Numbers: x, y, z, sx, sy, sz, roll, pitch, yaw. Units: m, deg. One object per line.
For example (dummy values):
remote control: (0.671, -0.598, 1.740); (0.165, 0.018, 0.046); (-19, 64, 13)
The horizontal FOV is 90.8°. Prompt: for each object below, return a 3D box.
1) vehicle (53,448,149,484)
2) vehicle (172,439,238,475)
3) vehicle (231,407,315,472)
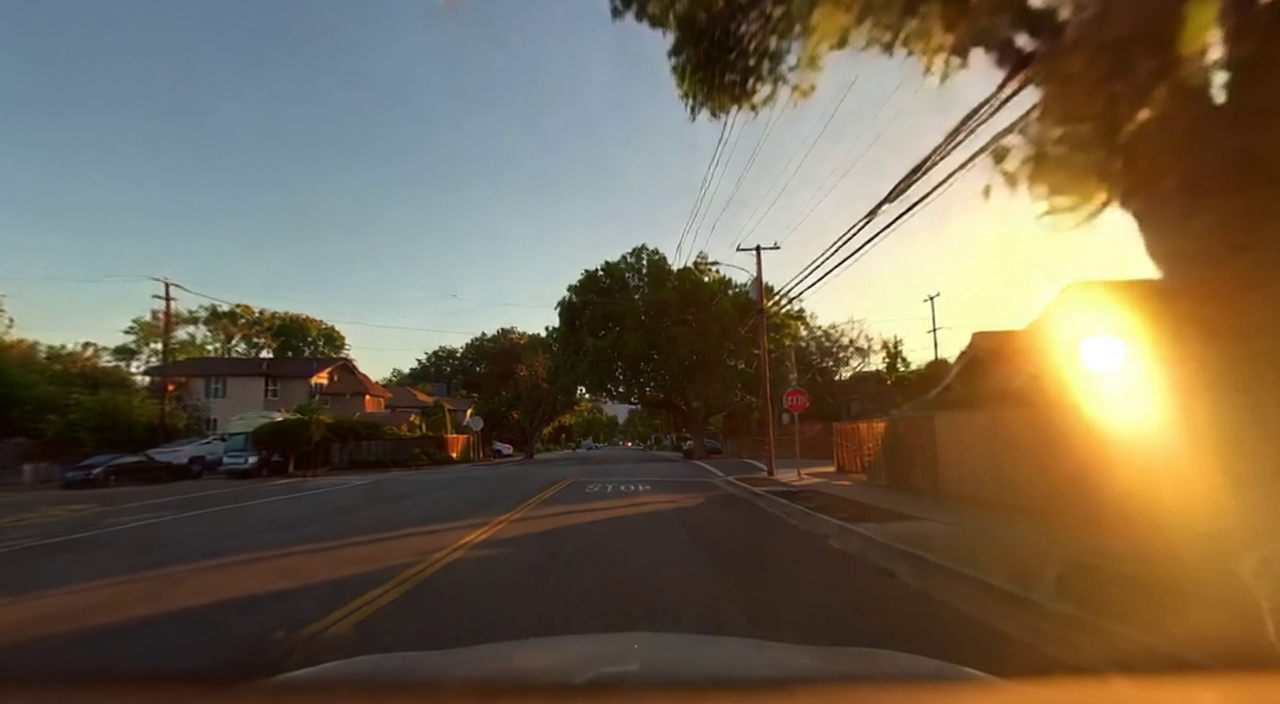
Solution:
vehicle: (-24.134, 5.069, 28.493); (1.955, 1.448, 4.542); (4, -9, -23)
vehicle: (-23.776, 5.745, 34.685); (2.083, 1.802, 4.455); (4, -9, -24)
vehicle: (-20.262, 5.131, 35.425); (2.842, 3.181, 8.576); (5, -12, -23)
